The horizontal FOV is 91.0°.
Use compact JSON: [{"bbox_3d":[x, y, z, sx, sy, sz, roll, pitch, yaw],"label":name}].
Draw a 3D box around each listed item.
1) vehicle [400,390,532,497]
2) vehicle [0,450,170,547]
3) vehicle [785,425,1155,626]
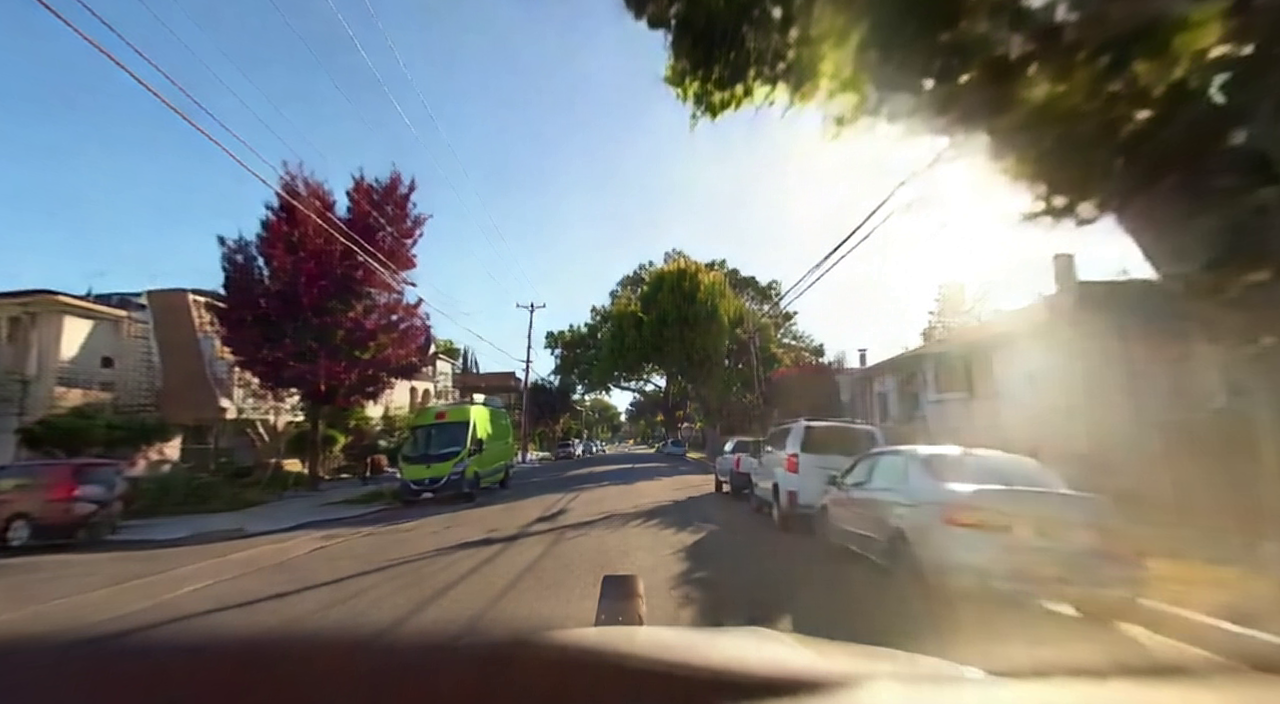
[{"bbox_3d":[-6.645,3.560,25.470,3.115,3.562,7.695,-2,-7,0],"label":"vehicle"},{"bbox_3d":[-13.232,3.221,13.532,4.341,1.728,2.161,-2,-16,-5],"label":"vehicle"},{"bbox_3d":[3.333,1.816,7.701,2.010,1.661,4.615,-1,-8,0],"label":"vehicle"}]
